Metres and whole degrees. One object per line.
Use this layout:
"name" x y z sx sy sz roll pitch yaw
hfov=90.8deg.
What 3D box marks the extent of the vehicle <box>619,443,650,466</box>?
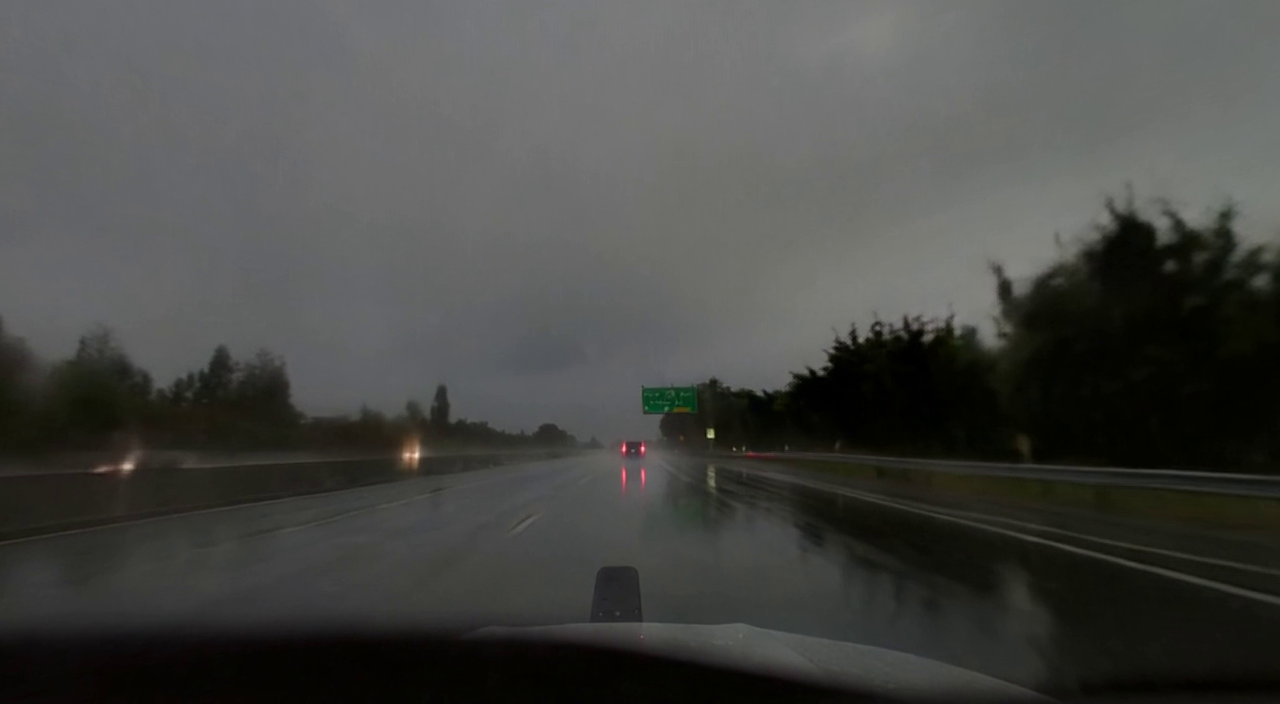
"vehicle" -0.419 7.140 44.198 2.080 1.468 3.884 0 -9 -1
